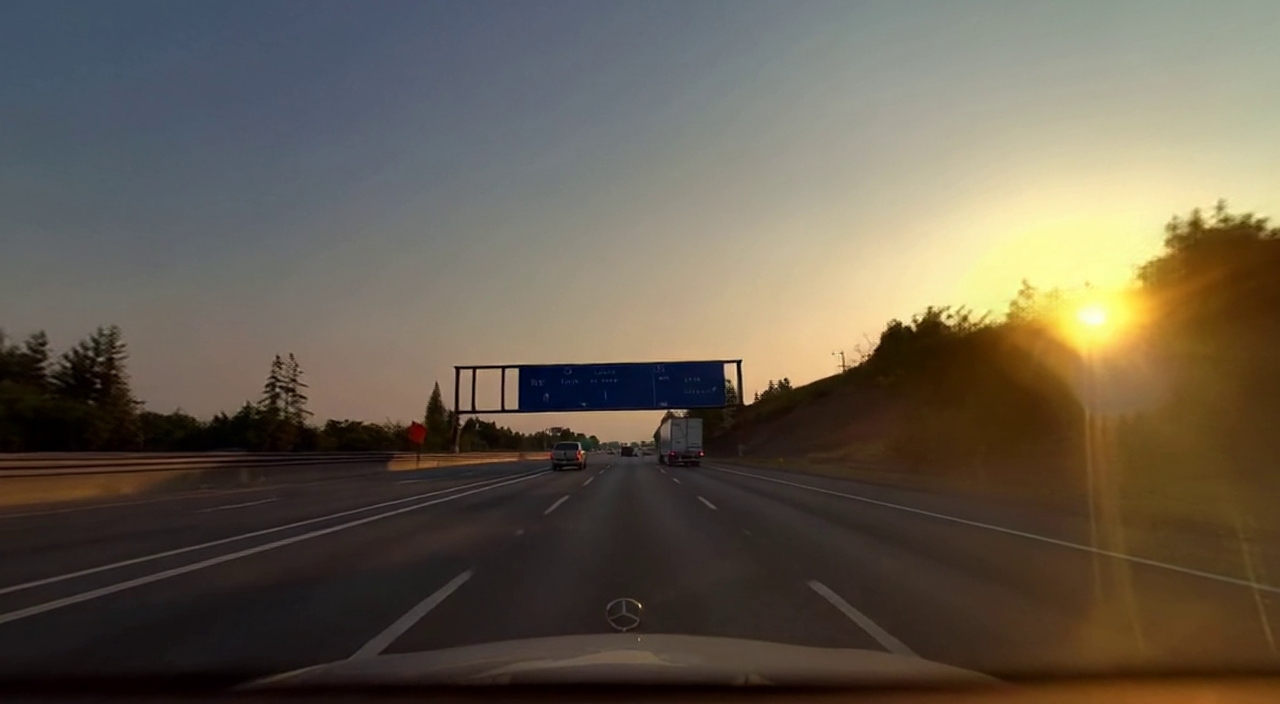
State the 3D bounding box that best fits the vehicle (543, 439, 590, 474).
[{"bbox_3d":[-4.108,5.965,35.943,2.173,1.857,4.800,0,-9,0],"label":"vehicle"}]
